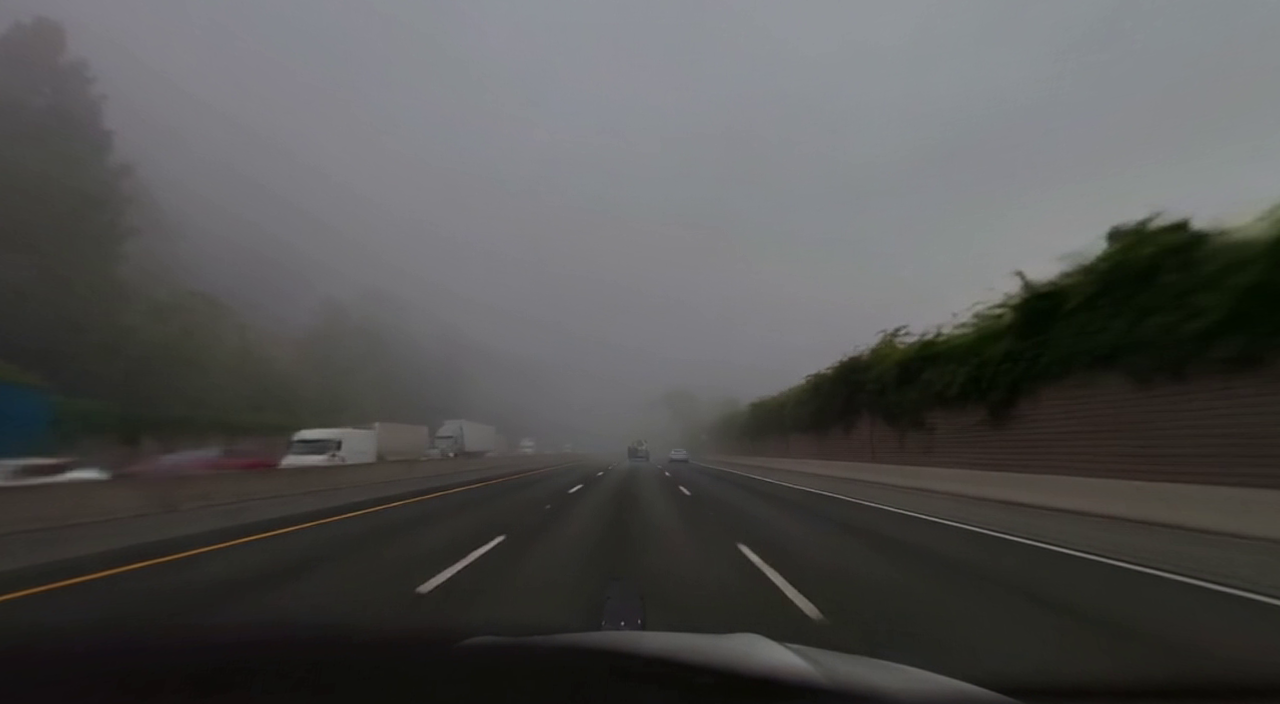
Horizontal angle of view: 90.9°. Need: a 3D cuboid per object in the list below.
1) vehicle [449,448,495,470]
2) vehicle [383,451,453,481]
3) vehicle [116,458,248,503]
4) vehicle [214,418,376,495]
[{"bbox_3d":[-12.043,7.685,45.423,2.113,1.531,4.402,0,-9,0],"label":"vehicle"},{"bbox_3d":[-11.695,6.008,33.593,2.050,1.464,4.553,0,-9,0],"label":"vehicle"},{"bbox_3d":[-16.268,4.561,22.664,1.720,1.411,3.954,0,-9,1],"label":"vehicle"},{"bbox_3d":[-11.529,3.569,21.722,2.341,2.308,5.443,0,-9,1],"label":"vehicle"}]
